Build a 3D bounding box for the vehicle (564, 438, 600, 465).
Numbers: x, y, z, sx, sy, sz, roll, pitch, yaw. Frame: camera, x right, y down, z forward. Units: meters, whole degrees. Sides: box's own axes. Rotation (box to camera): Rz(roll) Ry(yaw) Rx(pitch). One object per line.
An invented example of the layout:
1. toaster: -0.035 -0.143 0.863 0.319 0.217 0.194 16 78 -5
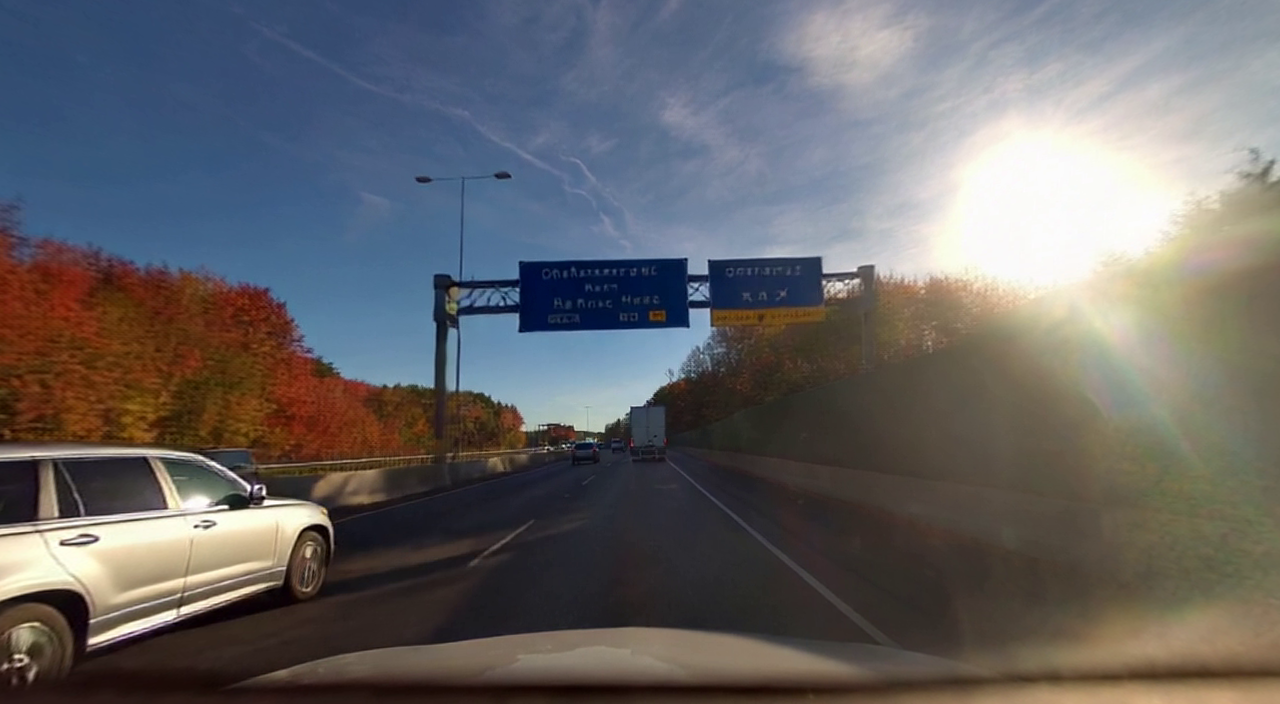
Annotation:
1. vehicle: -3.536 6.186 39.209 1.927 1.556 3.921 0 -8 -1
